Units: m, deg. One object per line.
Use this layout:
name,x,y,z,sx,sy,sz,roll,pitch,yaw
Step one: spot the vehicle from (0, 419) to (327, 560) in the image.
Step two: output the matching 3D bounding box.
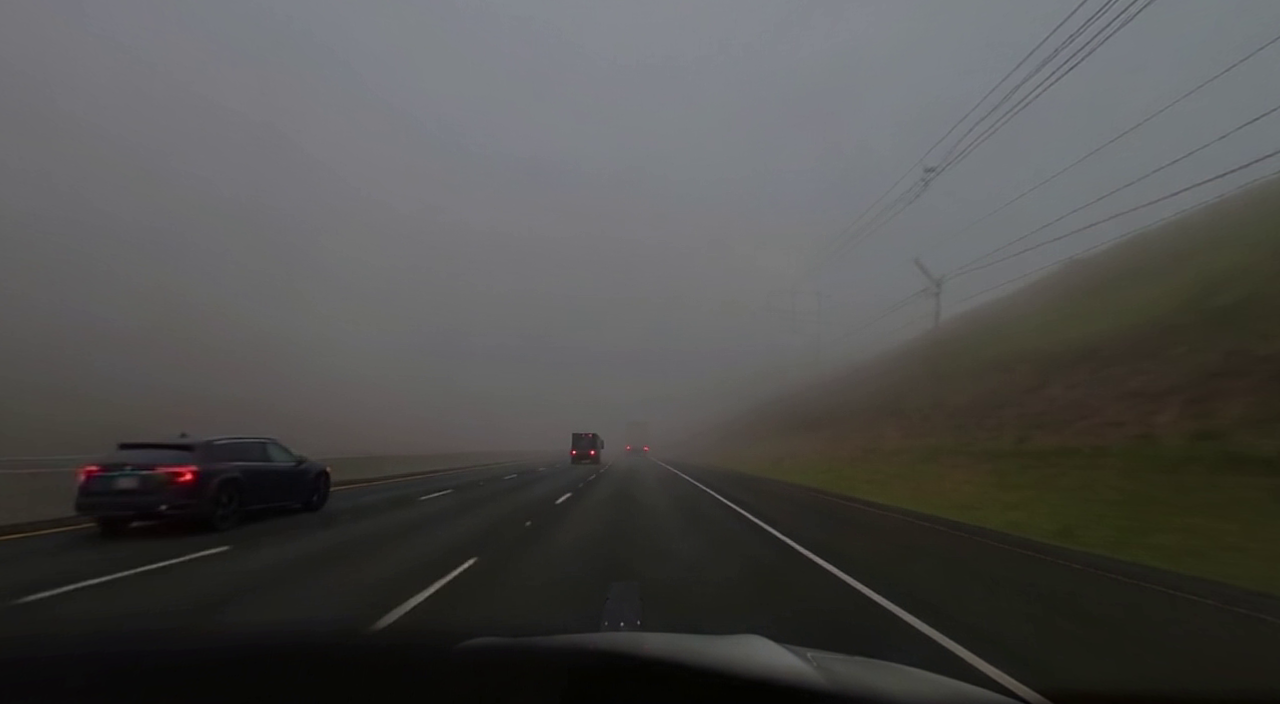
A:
vehicle,-6.892,1.892,9.399,2.066,1.558,4.607,0,-9,0

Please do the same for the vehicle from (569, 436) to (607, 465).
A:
vehicle,-3.625,6.940,44.545,2.207,1.949,4.911,0,-9,1
